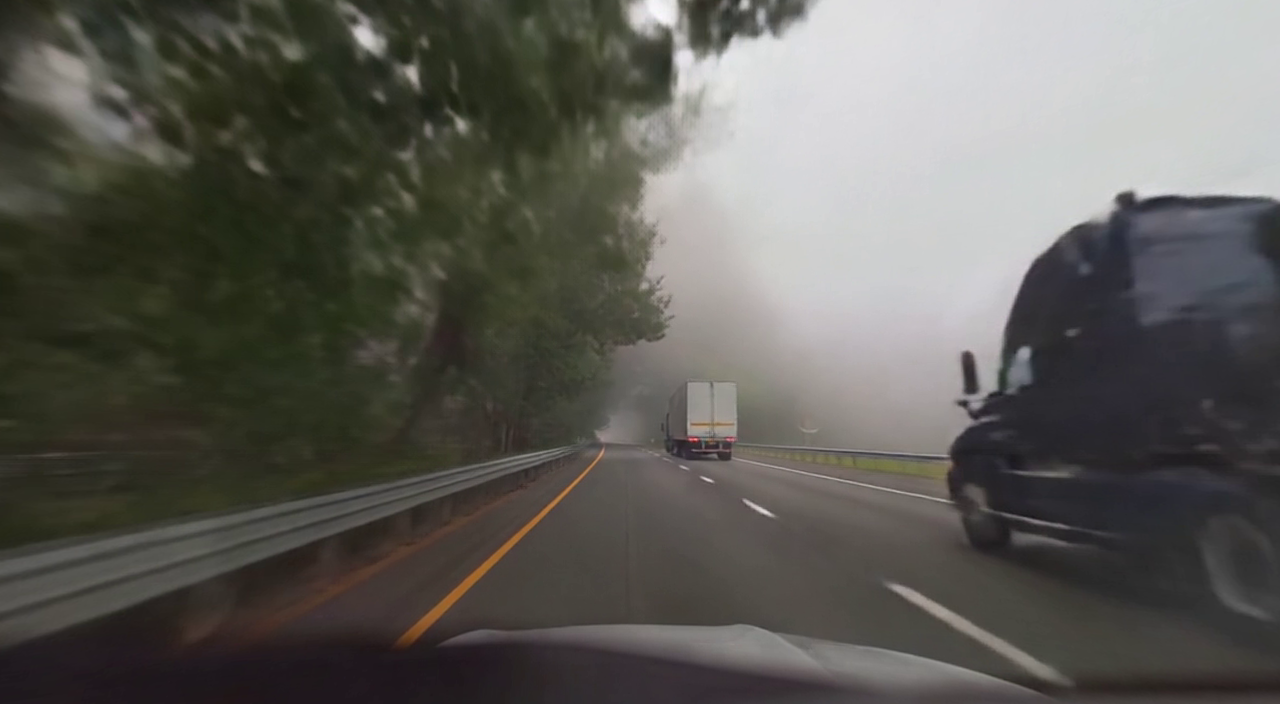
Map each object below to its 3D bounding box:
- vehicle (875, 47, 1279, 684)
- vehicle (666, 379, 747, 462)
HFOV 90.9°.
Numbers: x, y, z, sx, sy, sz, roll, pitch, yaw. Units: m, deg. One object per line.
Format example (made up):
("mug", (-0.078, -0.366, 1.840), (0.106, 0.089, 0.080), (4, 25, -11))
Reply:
("vehicle", (4.867, 0.262, 4.777), (2.938, 3.358, 8.114), (0, -8, 0))
("vehicle", (3.496, 4.169, 36.931), (2.974, 4.003, 12.849), (1, -8, -2))
